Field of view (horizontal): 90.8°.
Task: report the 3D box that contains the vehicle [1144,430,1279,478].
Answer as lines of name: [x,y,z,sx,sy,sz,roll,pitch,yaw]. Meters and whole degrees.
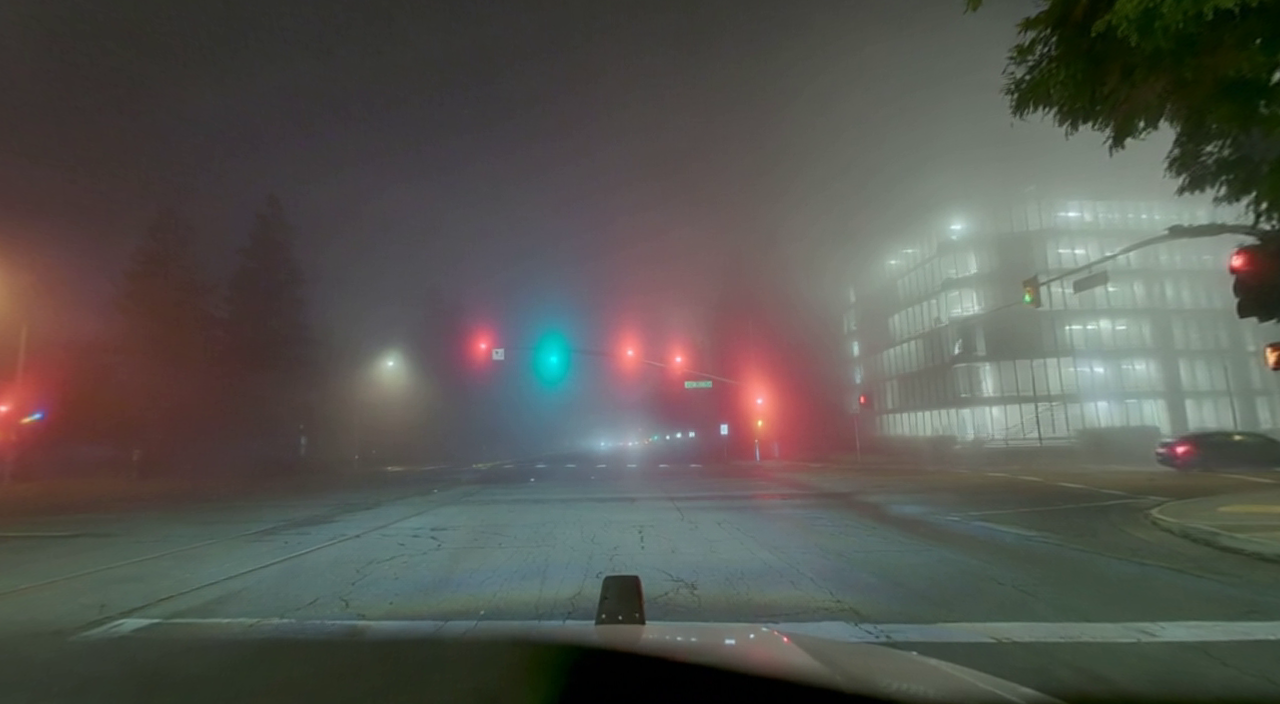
vehicle: [23.925,4.071,25.330,5.357,1.814,2.141,-1,-8,5]
